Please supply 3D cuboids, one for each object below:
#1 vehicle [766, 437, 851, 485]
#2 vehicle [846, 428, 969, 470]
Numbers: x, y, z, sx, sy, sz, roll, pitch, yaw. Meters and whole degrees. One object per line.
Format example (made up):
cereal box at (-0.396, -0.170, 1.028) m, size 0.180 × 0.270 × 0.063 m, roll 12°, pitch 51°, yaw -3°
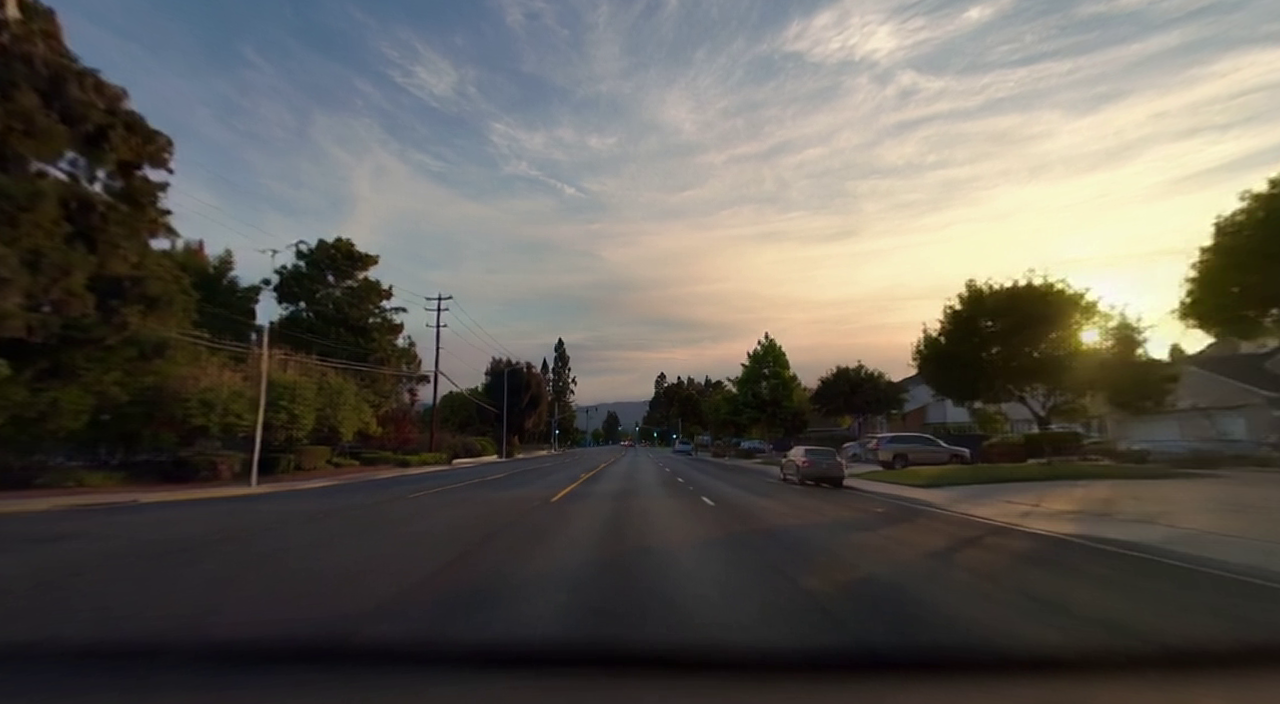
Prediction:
vehicle at (6.700, 4.387, 25.711) m, size 2.043 × 1.747 × 4.680 m, roll 0°, pitch -8°, yaw -2°
vehicle at (12.955, 4.745, 30.896) m, size 5.037 × 1.925 × 2.021 m, roll -1°, pitch -8°, yaw 4°
